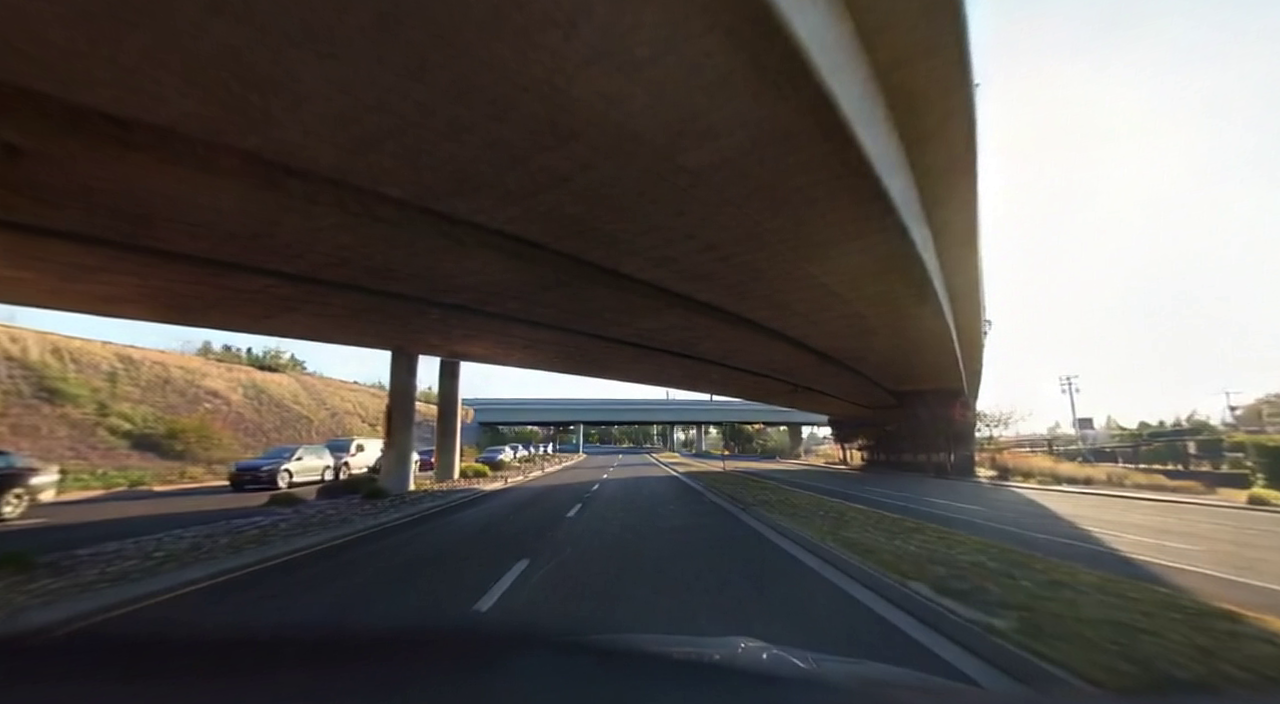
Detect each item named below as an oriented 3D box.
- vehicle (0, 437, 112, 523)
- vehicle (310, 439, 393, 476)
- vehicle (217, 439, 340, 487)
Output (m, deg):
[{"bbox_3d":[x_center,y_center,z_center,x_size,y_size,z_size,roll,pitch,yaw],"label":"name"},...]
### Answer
[{"bbox_3d":[-12.931,2.367,11.610,2.074,1.529,5.079,1,-8,0],"label":"vehicle"},{"bbox_3d":[-13.335,4.909,29.535,1.961,1.576,4.131,0,-8,-1],"label":"vehicle"},{"bbox_3d":[-13.044,4.006,23.196,1.907,1.553,4.683,0,-8,-2],"label":"vehicle"}]
